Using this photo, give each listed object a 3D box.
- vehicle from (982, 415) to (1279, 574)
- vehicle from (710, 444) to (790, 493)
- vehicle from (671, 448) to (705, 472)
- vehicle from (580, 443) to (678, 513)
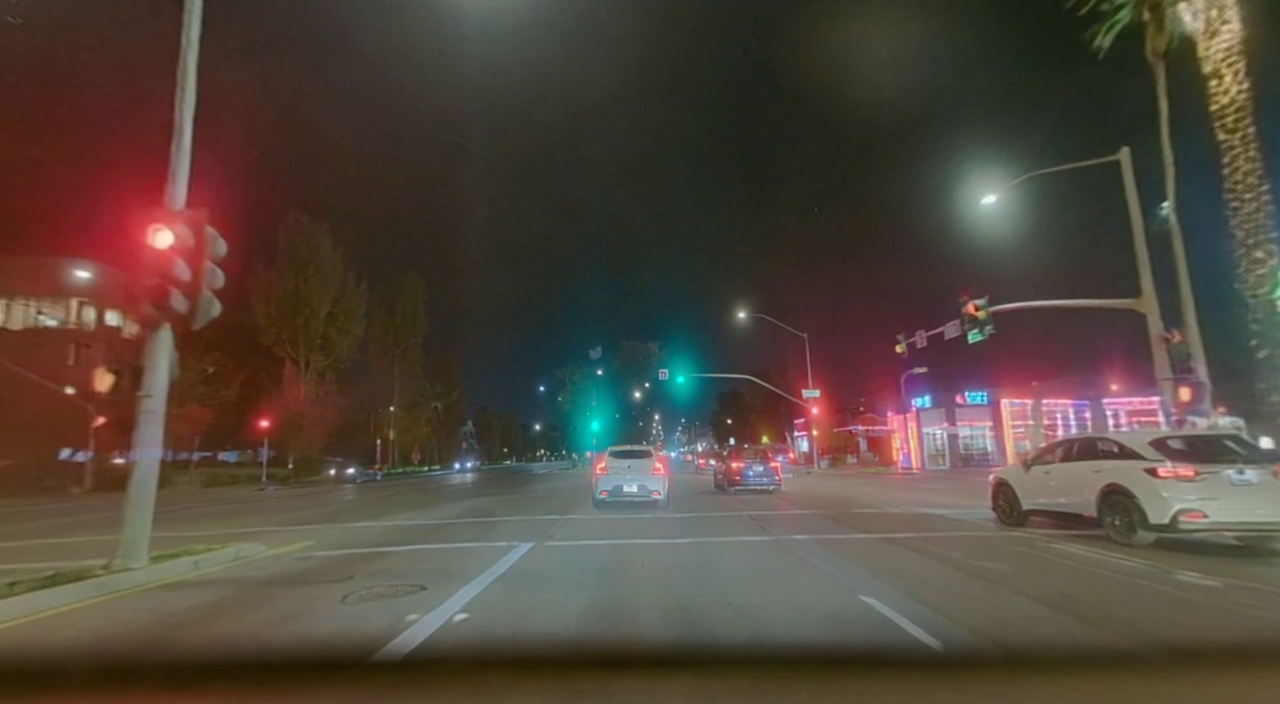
[{"bbox_3d":[6.934,1.817,8.832,1.940,1.674,4.085,0,-8,-1],"label":"vehicle"},{"bbox_3d":[3.708,3.995,22.104,1.892,1.532,4.177,0,-8,-2],"label":"vehicle"},{"bbox_3d":[3.326,7.595,44.756,2.012,1.570,4.600,0,-8,0],"label":"vehicle"},{"bbox_3d":[-0.280,3.005,15.605,2.110,1.487,3.873,0,-8,-1],"label":"vehicle"}]
